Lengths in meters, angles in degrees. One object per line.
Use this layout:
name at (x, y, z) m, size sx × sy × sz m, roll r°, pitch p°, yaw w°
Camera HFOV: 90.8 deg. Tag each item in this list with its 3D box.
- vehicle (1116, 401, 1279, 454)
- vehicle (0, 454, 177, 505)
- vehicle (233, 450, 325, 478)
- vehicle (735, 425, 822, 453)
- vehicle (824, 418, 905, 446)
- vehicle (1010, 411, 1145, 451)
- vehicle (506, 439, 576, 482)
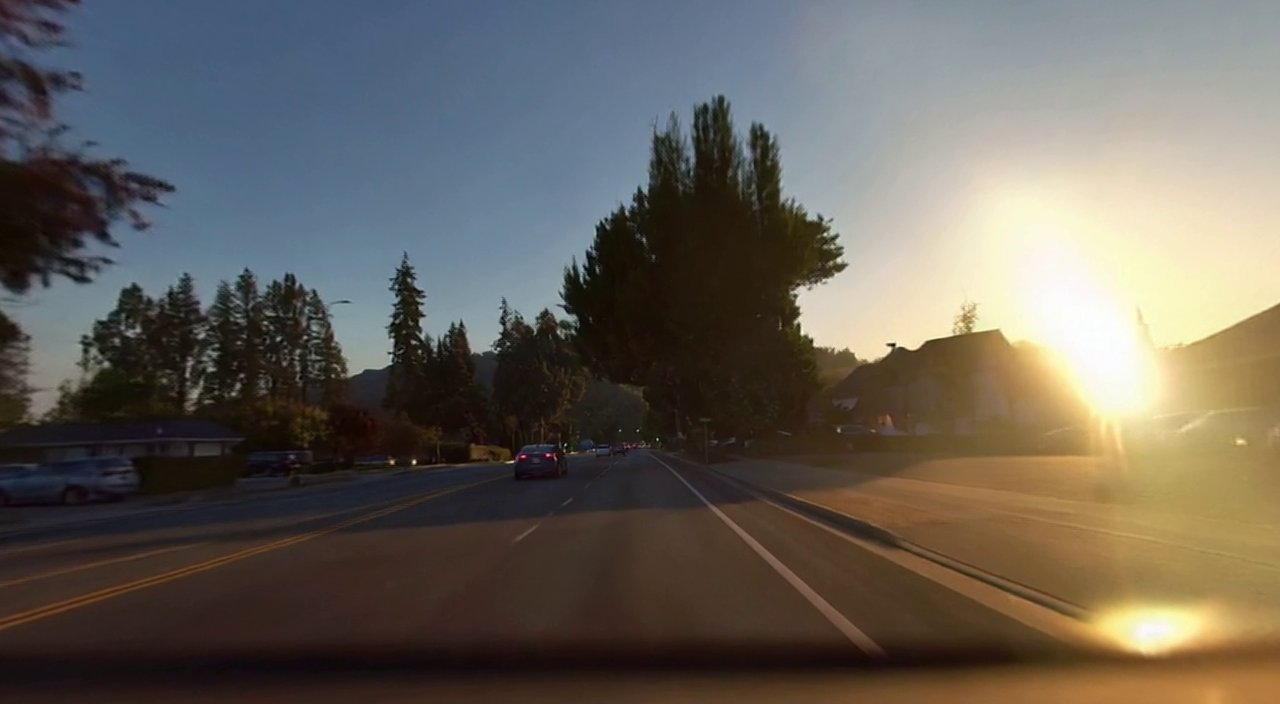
vehicle at (17.178, 2.353, 19.165) m, size 1.784 × 1.411 × 4.402 m, roll 0°, pitch -8°, yaw -5°
vehicle at (-20.818, 4.784, 23.875) m, size 4.866 × 1.749 × 2.158 m, roll 0°, pitch -8°, yaw 1°
vehicle at (-24.309, 7.560, 42.711) m, size 4.922 × 1.766 × 1.998 m, roll 0°, pitch -8°, yaw -4°
vehicle at (10.458, 6.613, 48.094) m, size 6.098 × 2.021 × 2.524 m, roll 0°, pitch -8°, yaw 1°
vehicle at (15.714, 5.679, 44.451) m, size 4.858 × 1.831 × 2.101 m, roll 1°, pitch -9°, yaw -2°
vehicle at (19.997, 3.644, 29.010) m, size 4.605 × 1.480 × 1.994 m, roll -4°, pitch -7°, yaw 1°
vehicle at (-3.718, 4.165, 24.557) m, size 2.030 × 1.467 × 4.251 m, roll 0°, pitch -8°, yaw 0°
